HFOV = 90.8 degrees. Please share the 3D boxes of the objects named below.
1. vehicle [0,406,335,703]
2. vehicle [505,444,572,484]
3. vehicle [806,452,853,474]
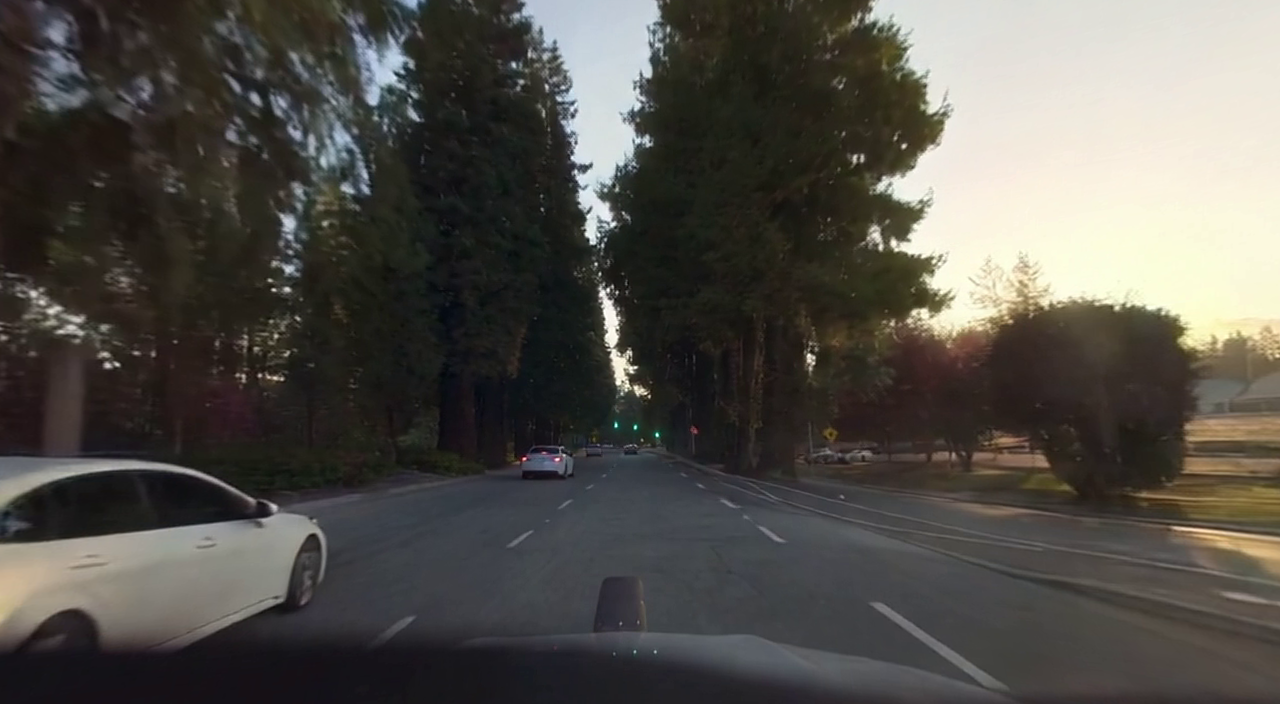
[{"bbox_3d":[-3.573,1.032,2.957,2.106,1.482,4.312,0,-8,0],"label":"vehicle"},{"bbox_3d":[-3.989,4.457,25.599,1.968,1.459,4.433,0,-8,0],"label":"vehicle"},{"bbox_3d":[13.785,8.084,46.220,1.993,1.412,3.978,0,-8,-3],"label":"vehicle"}]
